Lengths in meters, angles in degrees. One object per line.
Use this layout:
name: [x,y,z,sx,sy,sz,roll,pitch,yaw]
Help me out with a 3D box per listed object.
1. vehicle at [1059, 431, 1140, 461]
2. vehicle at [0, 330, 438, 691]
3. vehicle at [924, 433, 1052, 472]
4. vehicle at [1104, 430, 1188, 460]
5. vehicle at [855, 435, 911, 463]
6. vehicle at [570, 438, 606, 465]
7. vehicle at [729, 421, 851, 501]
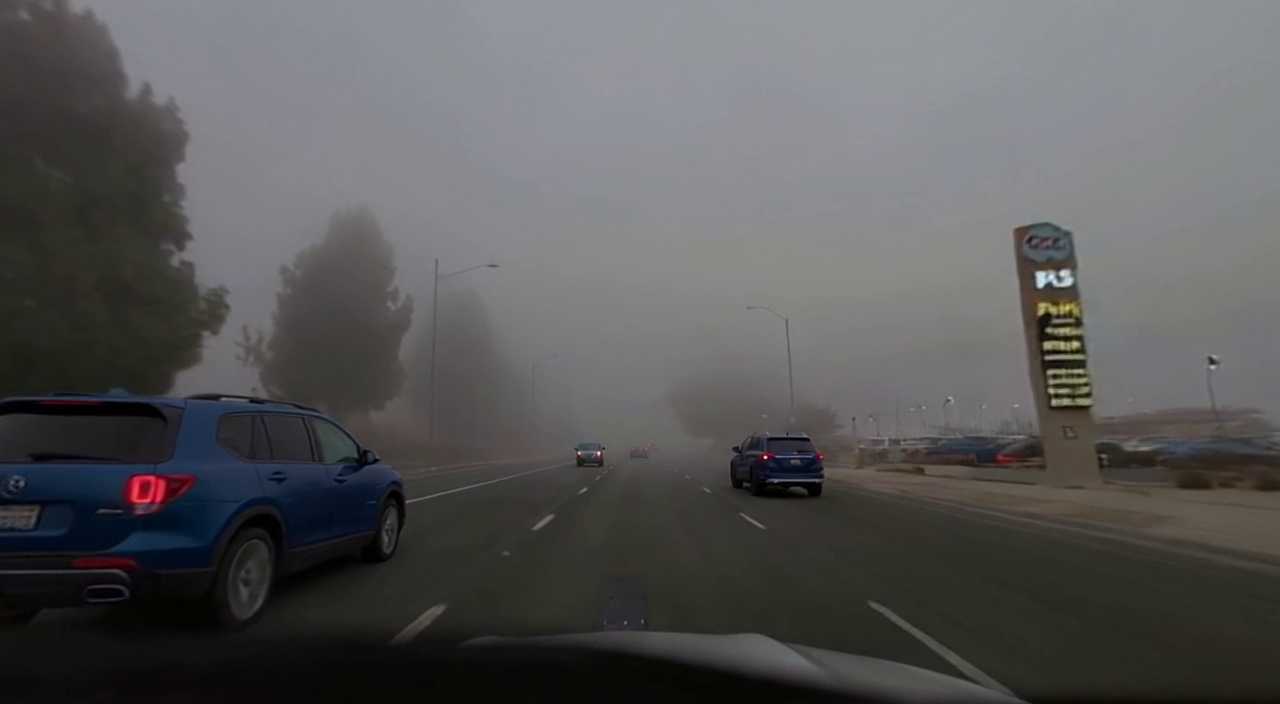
vehicle: [29.185,6.002,40.221,2.051,1.813,4.095,0,-8,1]
vehicle: [-3.788,1.182,5.837,2.210,1.925,4.838,0,-8,0]
vehicle: [13.745,3.975,25.058,4.040,1.497,1.702,0,-8,-1]
vehicle: [32.079,5.946,40.115,1.946,1.801,4.064,0,-8,0]
vehicle: [15.686,6.298,40.927,1.897,1.662,4.504,0,-8,1]
vehicle: [-3.623,6.974,44.424,2.112,1.775,4.404,0,-8,1]
vehicle: [3.669,2.782,16.380,2.024,1.773,4.431,0,-8,-1]
